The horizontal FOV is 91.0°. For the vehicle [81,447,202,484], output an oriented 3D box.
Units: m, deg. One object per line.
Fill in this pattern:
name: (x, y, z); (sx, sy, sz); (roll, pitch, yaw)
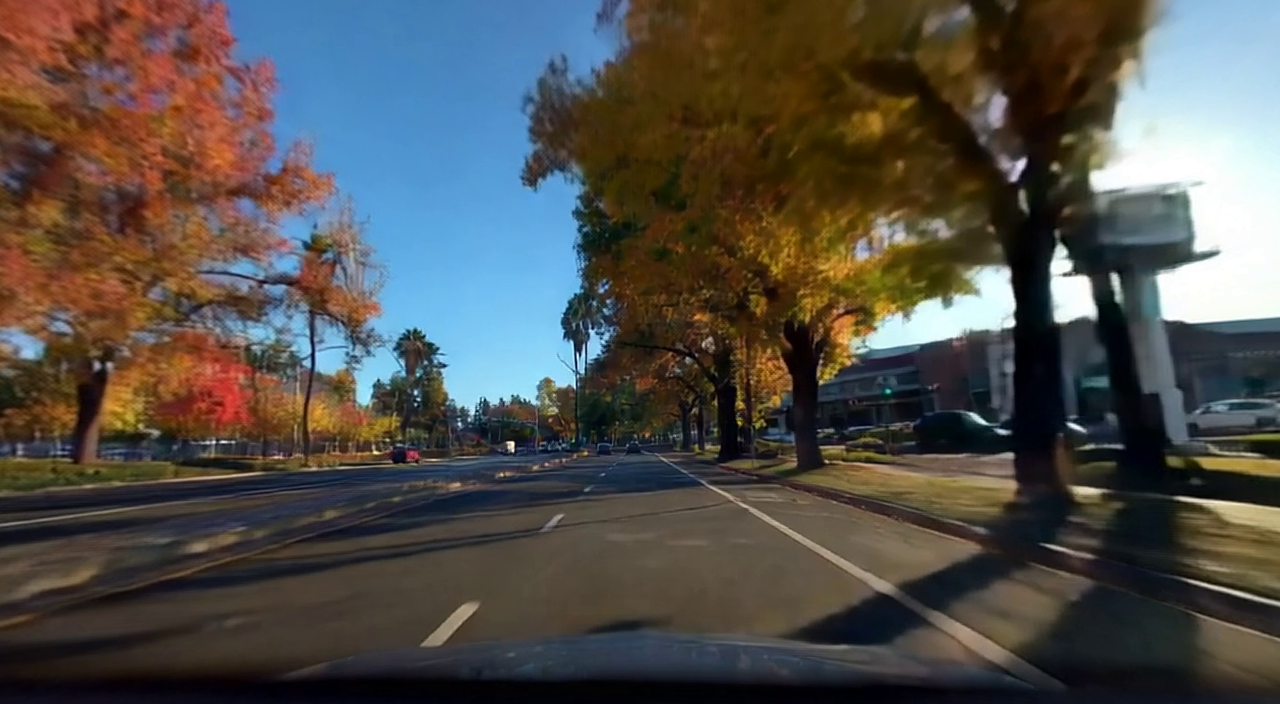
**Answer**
vehicle: (-22.972, 5.222, 29.314); (1.903, 1.510, 4.569); (1, -9, -1)
